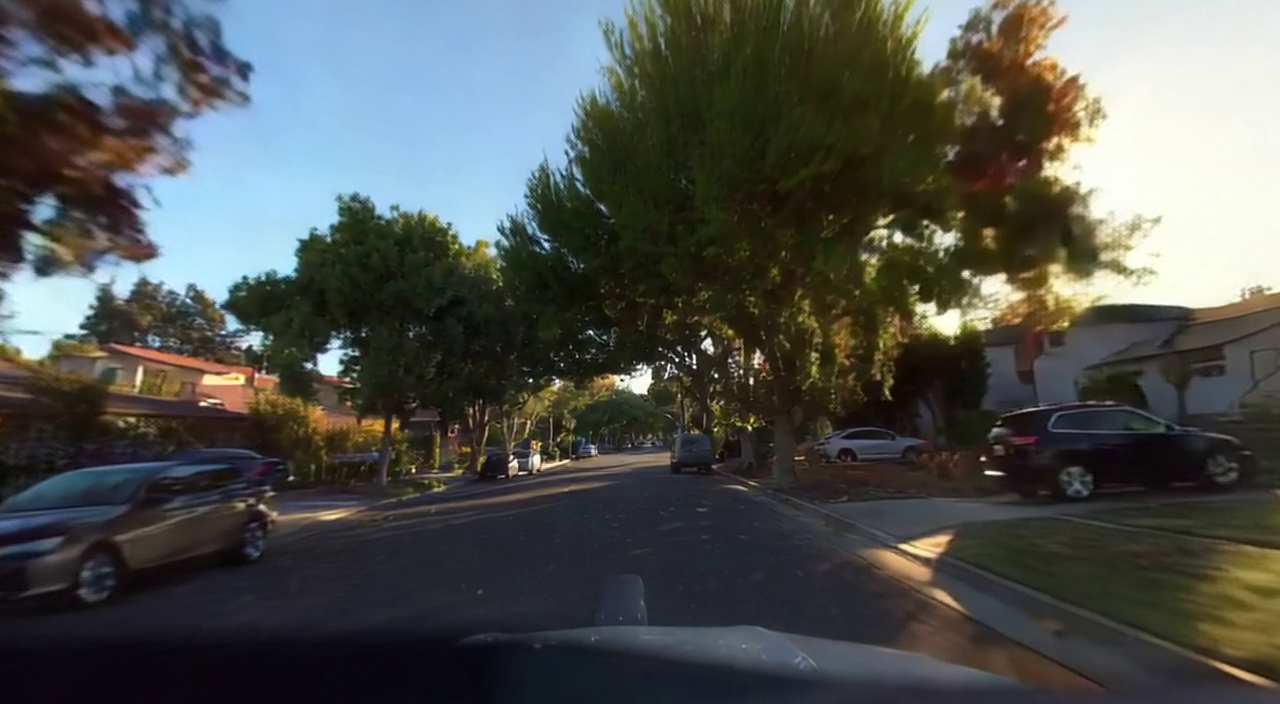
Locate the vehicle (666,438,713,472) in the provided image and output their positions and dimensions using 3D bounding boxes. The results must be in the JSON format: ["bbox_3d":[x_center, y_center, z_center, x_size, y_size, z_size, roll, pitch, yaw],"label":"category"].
[{"bbox_3d":[2.323,4.957,30.641,2.022,1.483,4.565,0,-8,1],"label":"vehicle"}]

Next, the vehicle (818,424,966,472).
[{"bbox_3d":[8.762,3.364,22.254,4.331,1.570,2.009,0,-8,-1],"label":"vehicle"}]

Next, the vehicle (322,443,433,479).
[{"bbox_3d":[-11.604,4.846,28.172,4.118,1.492,1.902,0,-8,-3],"label":"vehicle"}]

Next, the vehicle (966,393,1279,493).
[{"bbox_3d":[8.814,1.649,11.564,4.599,1.652,1.903,0,-8,-2],"label":"vehicle"}]

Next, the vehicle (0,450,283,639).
[{"bbox_3d":[-5.942,1.851,6.986,1.878,1.496,3.535,0,-8,0],"label":"vehicle"}]
